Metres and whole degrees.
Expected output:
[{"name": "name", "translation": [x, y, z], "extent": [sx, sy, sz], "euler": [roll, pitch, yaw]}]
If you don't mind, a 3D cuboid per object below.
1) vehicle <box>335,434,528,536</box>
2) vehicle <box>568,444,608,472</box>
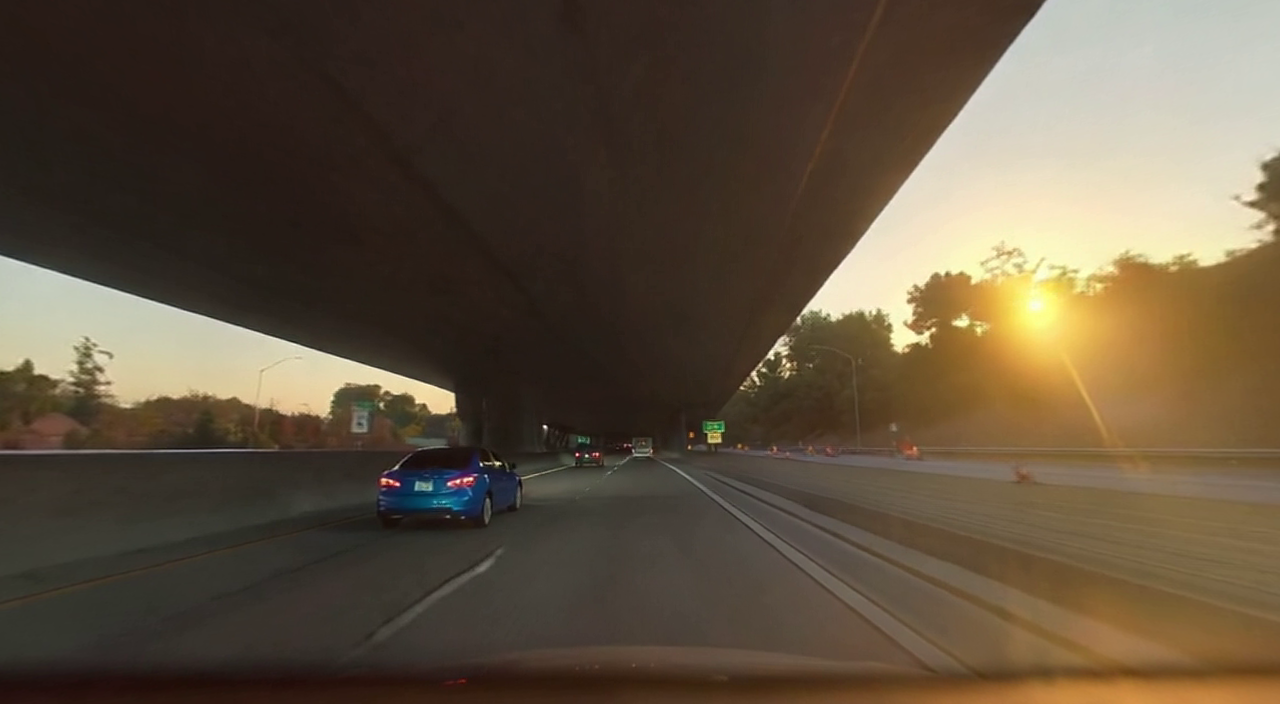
[{"name": "vehicle", "translation": [-3.556, 2.357, 11.832], "extent": [2.012, 1.510, 4.672], "euler": [0, -9, 0]}, {"name": "vehicle", "translation": [-2.957, 6.121, 36.543], "extent": [1.965, 1.459, 4.145], "euler": [0, -9, -1]}]
